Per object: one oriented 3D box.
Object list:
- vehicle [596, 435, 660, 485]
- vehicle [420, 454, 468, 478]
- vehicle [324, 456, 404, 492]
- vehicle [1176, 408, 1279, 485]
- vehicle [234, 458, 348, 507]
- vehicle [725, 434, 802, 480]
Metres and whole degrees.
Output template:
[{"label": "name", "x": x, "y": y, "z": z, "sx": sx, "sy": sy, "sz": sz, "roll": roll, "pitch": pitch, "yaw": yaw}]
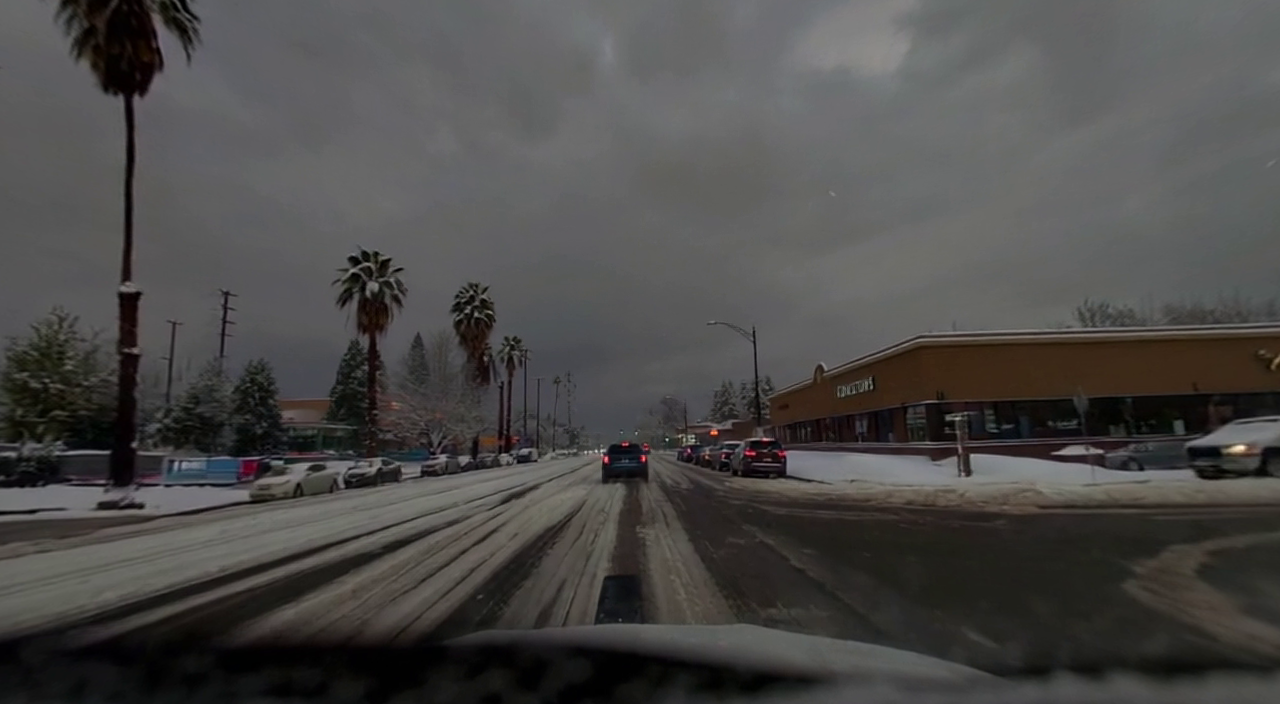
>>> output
[{"label": "vehicle", "x": -0.440, "y": 4.120, "z": 24.276, "sx": 2.239, "sy": 1.763, "sz": 4.096, "roll": 0, "pitch": -9, "yaw": 0}, {"label": "vehicle", "x": -13.292, "y": 7.730, "z": 42.959, "sx": 1.840, "sy": 1.521, "sz": 4.450, "roll": 0, "pitch": -9, "yaw": 1}, {"label": "vehicle", "x": -13.336, "y": 5.886, "z": 30.743, "sx": 1.968, "sy": 1.472, "sz": 4.345, "roll": -2, "pitch": -9, "yaw": 0}, {"label": "vehicle", "x": 19.061, "y": 2.656, "z": 18.063, "sx": 5.096, "sy": 2.029, "sz": 2.324, "roll": -2, "pitch": -9, "yaw": 0}, {"label": "vehicle", "x": -13.201, "y": 4.926, "z": 24.173, "sx": 1.881, "sy": 1.484, "sz": 4.565, "roll": -4, "pitch": -9, "yaw": -1}, {"label": "vehicle", "x": 5.605, "y": 4.894, "z": 29.537, "sx": 2.430, "sy": 1.924, "sz": 5.779, "roll": 0, "pitch": -9, "yaw": 0}]
